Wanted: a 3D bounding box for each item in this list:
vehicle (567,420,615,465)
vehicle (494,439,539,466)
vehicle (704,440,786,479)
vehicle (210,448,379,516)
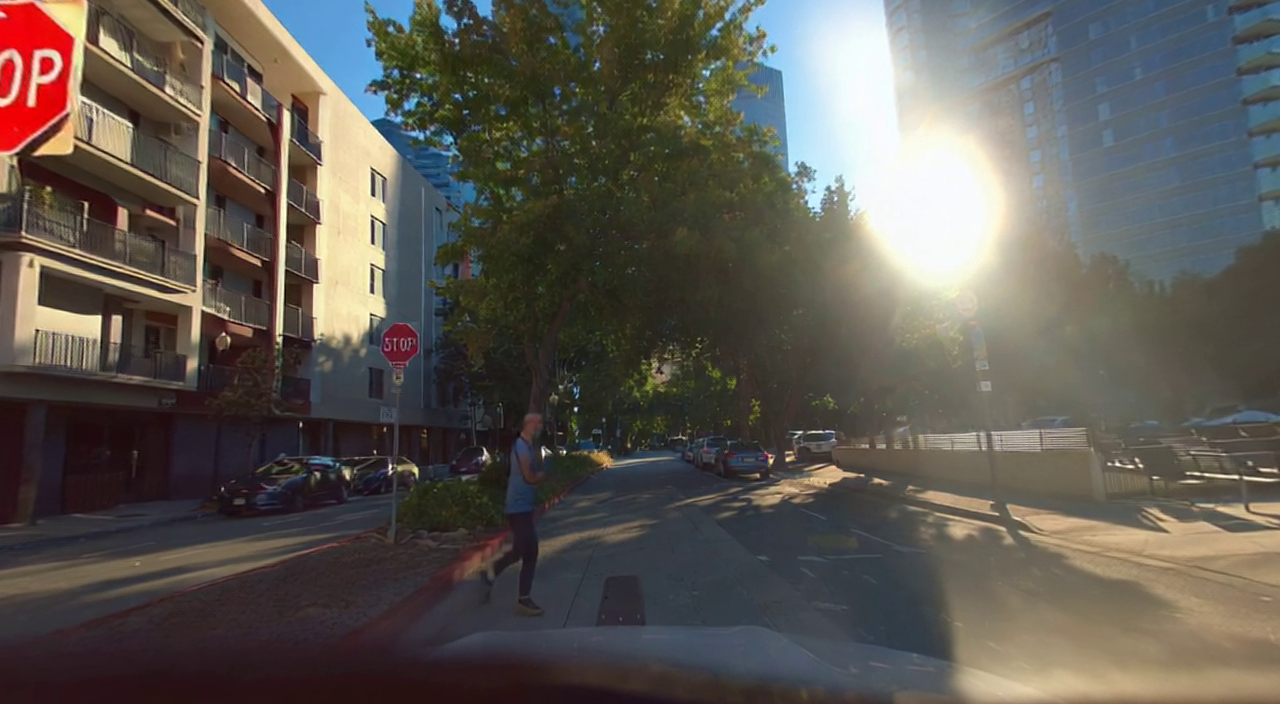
[{"bbox_3d":[-2.994,5.767,40.218,2.317,2.596,6.053,0,-8,3],"label":"vehicle"},{"bbox_3d":[-8.853,7.253,45.733,2.256,1.802,4.333,0,-8,2],"label":"vehicle"},{"bbox_3d":[4.590,4.565,27.113,1.858,1.491,4.329,-5,-10,33],"label":"vehicle"},{"bbox_3d":[-8.799,3.305,16.638,2.007,1.503,4.343,0,-8,-1],"label":"vehicle"}]
